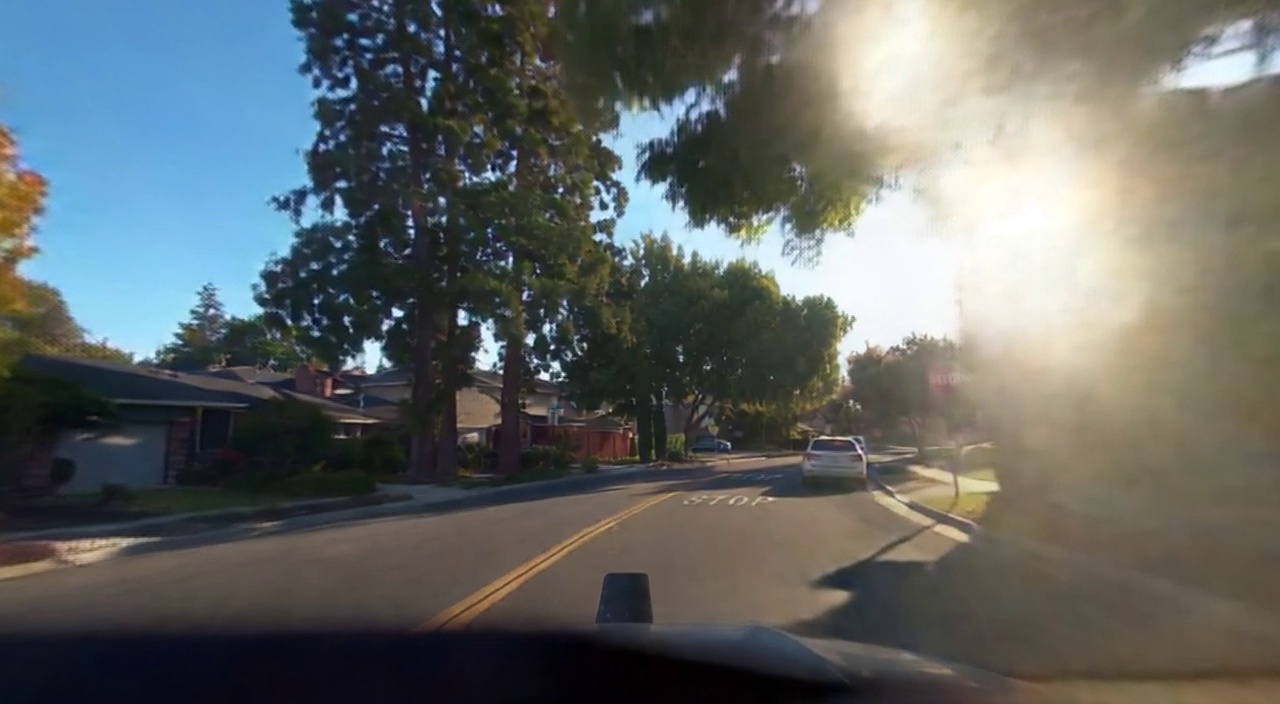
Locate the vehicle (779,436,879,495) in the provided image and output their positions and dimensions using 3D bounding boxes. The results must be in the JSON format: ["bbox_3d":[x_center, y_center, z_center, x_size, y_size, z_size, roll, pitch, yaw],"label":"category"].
[{"bbox_3d":[6.160,3.602,20.427,2.692,1.649,4.689,-3,-9,18],"label":"vehicle"}]
